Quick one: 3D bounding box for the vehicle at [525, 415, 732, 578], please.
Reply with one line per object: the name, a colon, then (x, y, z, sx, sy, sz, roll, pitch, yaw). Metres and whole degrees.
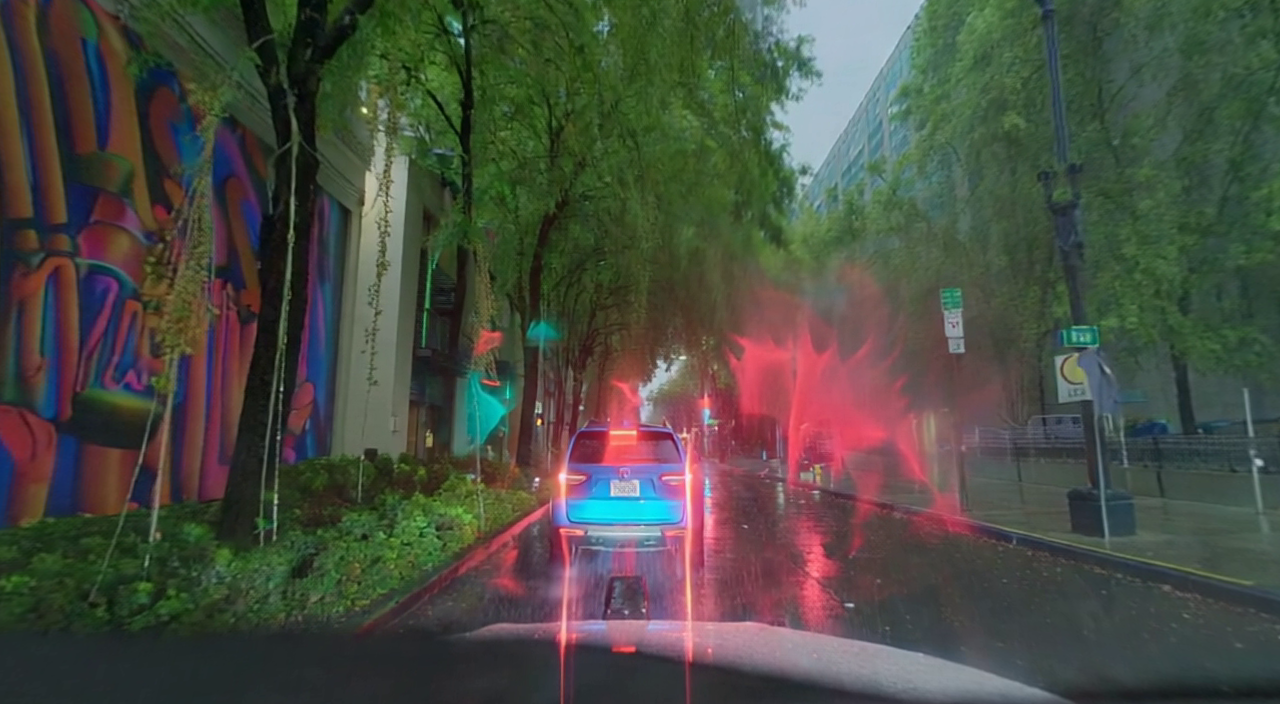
vehicle: (-0.138, 1.754, 8.374, 2.079, 1.621, 3.861, 0, -8, -1)
